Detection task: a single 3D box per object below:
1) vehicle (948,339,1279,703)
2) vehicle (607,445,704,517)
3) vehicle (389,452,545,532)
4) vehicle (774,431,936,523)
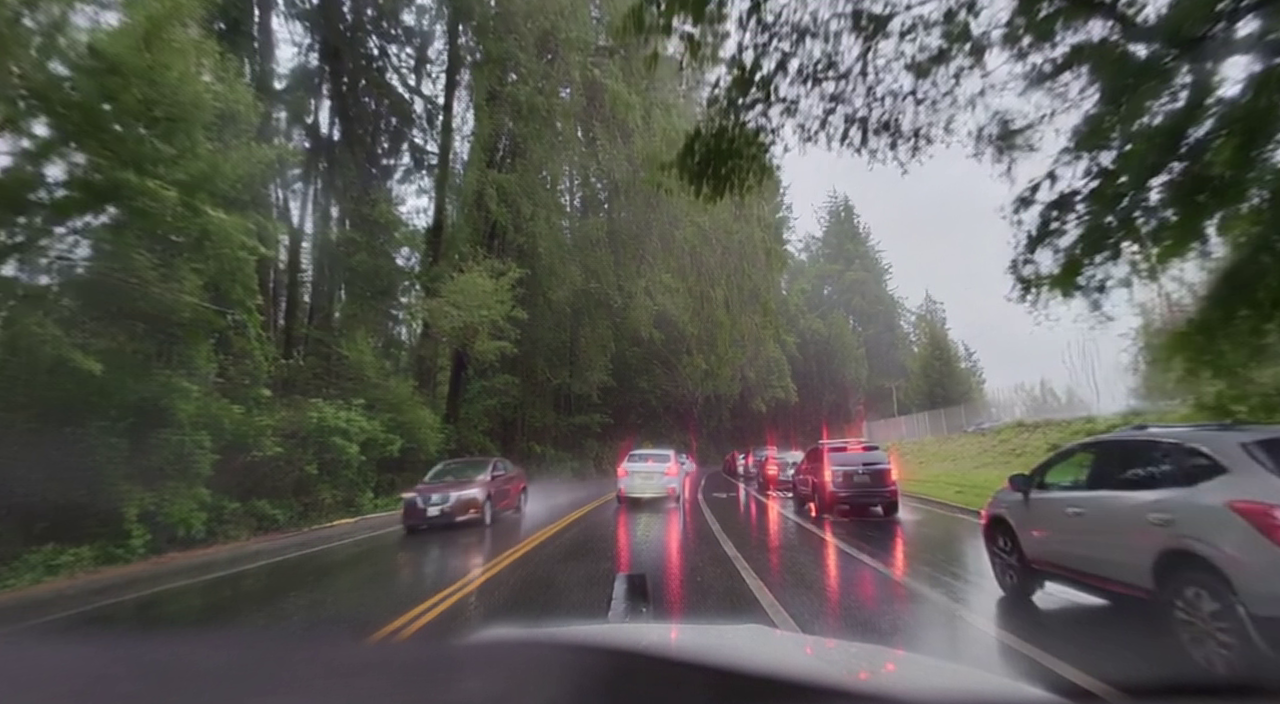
[{"bbox_3d":[4.148,1.004,4.164,1.968,1.783,4.826,0,-8,3],"label":"vehicle"},{"bbox_3d":[0.407,3.074,15.620,2.078,1.521,4.058,0,-8,2],"label":"vehicle"},{"bbox_3d":[-3.668,3.051,14.393,2.087,1.449,4.575,-1,-8,3],"label":"vehicle"},{"bbox_3d":[4.381,2.606,13.763,1.957,1.629,4.609,0,-8,1],"label":"vehicle"}]
